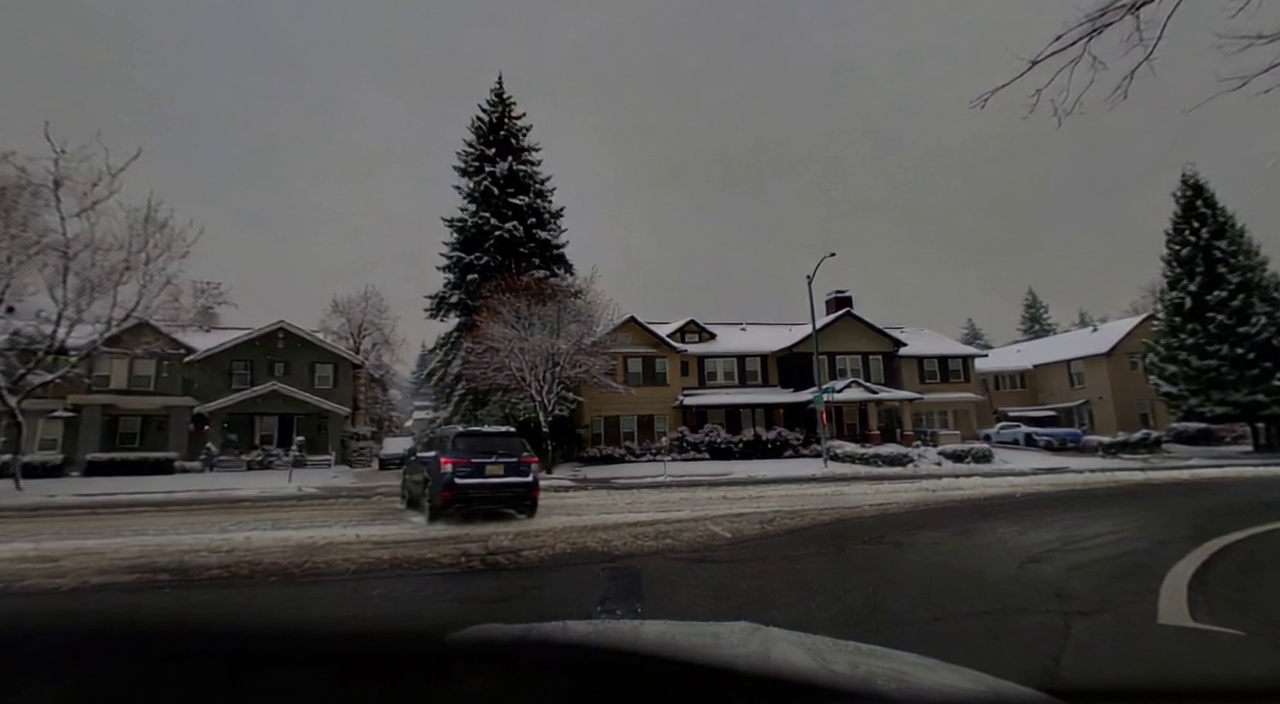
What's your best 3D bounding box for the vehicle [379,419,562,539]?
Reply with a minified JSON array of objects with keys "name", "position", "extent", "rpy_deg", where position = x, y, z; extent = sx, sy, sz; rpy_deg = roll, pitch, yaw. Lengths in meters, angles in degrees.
[{"name":"vehicle","position":[-3.237,2.170,11.412],"extent":[2.145,1.695,4.210],"rpy_deg":[5,-10,-29]}]
